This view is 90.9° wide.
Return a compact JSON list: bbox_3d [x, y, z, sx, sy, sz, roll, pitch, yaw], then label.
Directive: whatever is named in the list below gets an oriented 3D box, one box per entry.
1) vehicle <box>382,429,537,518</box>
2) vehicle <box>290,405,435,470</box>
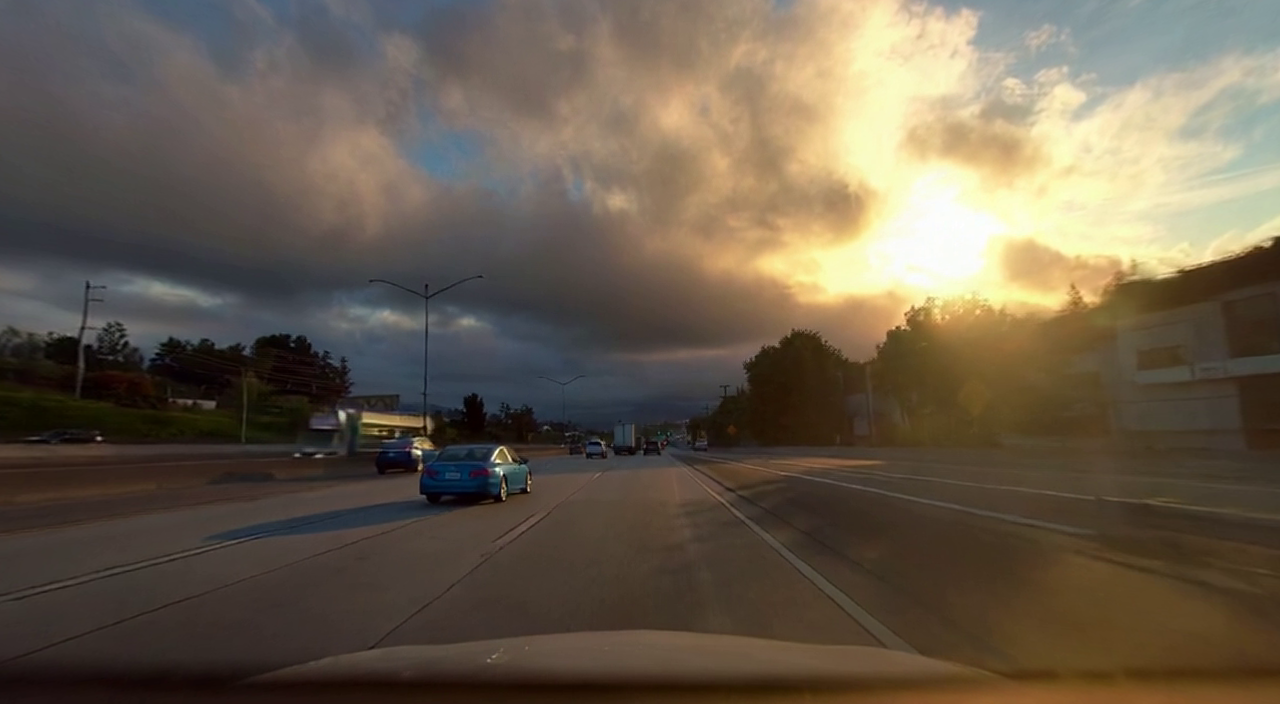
[{"bbox_3d":[-3.431,2.374,12.776,1.953,1.511,3.704,-1,-8,2],"label":"vehicle"},{"bbox_3d":[-17.567,5.719,41.790,2.945,3.489,14.127,-1,-8,2],"label":"vehicle"}]
